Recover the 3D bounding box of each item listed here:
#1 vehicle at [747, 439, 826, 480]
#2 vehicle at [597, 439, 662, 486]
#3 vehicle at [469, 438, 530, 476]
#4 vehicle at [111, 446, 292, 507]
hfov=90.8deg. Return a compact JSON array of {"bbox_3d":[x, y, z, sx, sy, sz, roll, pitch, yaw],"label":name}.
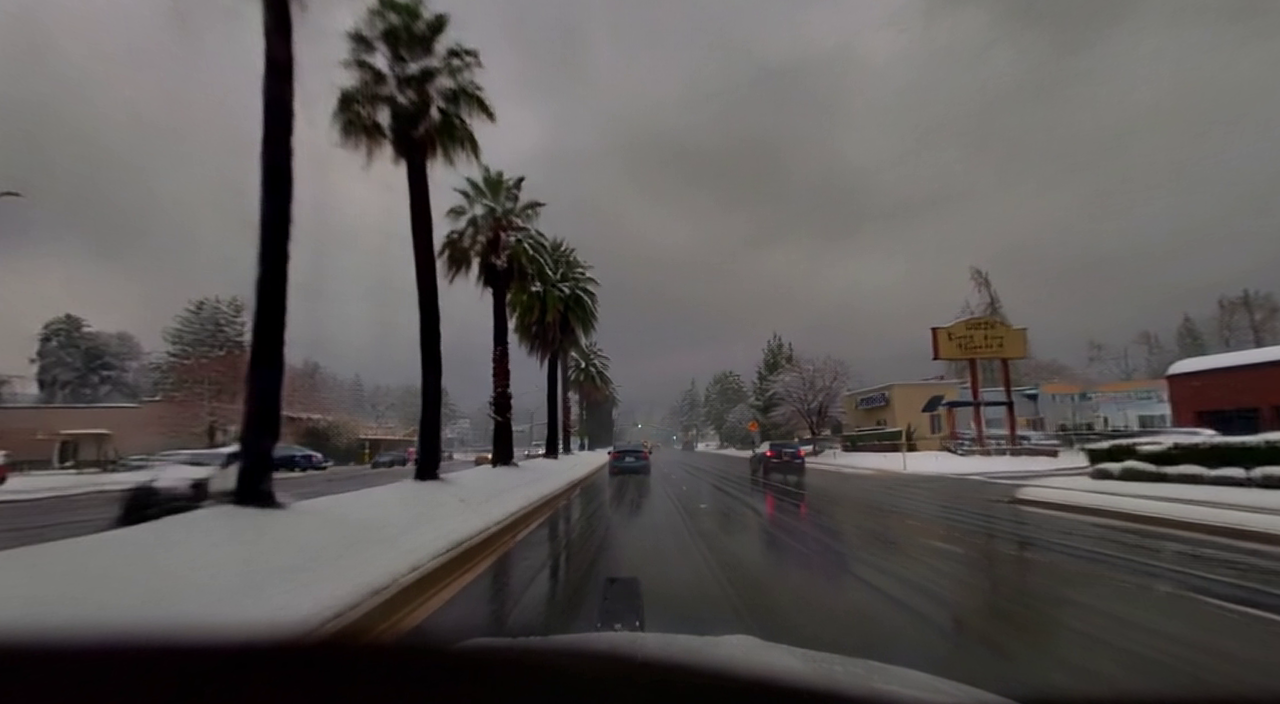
[{"bbox_3d":[6.319,4.689,27.803,2.244,1.618,4.585,0,-9,-2],"label":"vehicle"},{"bbox_3d":[-0.353,3.909,22.618,2.106,1.496,3.964,0,-9,0],"label":"vehicle"},{"bbox_3d":[-6.738,5.071,30.714,2.156,1.702,4.379,0,-9,-3],"label":"vehicle"},{"bbox_3d":[-11.928,3.383,17.646,1.833,1.464,4.463,0,-9,0],"label":"vehicle"}]
